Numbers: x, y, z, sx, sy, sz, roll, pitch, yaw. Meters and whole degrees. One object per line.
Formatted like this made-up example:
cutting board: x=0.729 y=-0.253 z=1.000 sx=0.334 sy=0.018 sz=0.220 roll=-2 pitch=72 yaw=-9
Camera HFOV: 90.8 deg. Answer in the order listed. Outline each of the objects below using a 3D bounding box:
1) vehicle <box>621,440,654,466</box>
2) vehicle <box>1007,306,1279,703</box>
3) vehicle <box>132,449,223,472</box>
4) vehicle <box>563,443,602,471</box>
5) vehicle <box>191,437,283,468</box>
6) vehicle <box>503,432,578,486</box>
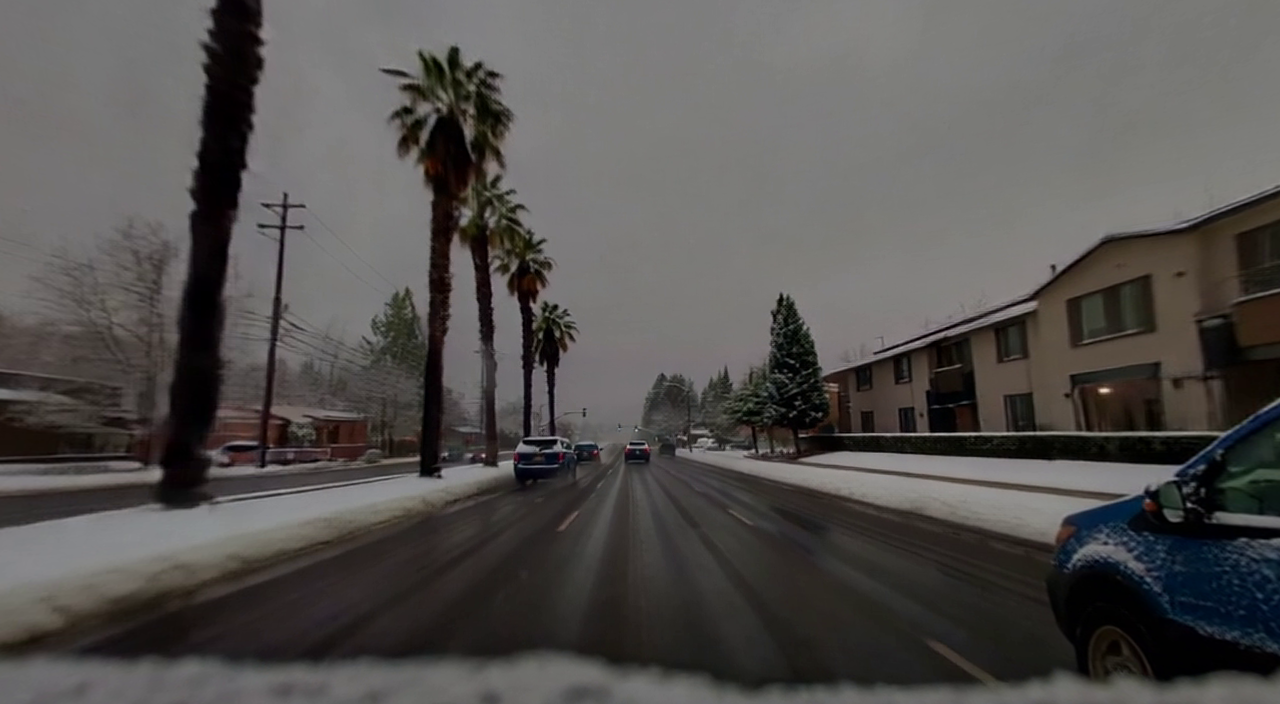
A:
vehicle: x=-0.219 y=6.999 z=43.884 sx=2.191 sy=1.761 sz=3.857 roll=0 pitch=-9 yaw=-2
vehicle: x=3.772 y=0.690 z=2.026 sx=2.234 sy=1.912 sz=4.847 roll=0 pitch=-9 yaw=0
vehicle: x=-30.568 y=7.146 z=41.824 sx=4.474 sy=1.393 sz=1.920 roll=1 pitch=-8 yaw=-1
vehicle: x=-3.105 y=5.770 z=34.837 sx=1.869 sy=1.454 sz=4.142 roll=0 pitch=-9 yaw=-2
vehicle: x=-30.326 y=7.553 z=47.647 sx=5.583 sy=2.103 sz=2.086 roll=-1 pitch=-6 yaw=2
vehicle: x=-3.413 y=3.761 z=22.406 sx=1.967 sy=1.703 sz=4.157 roll=0 pitch=-9 yaw=0
